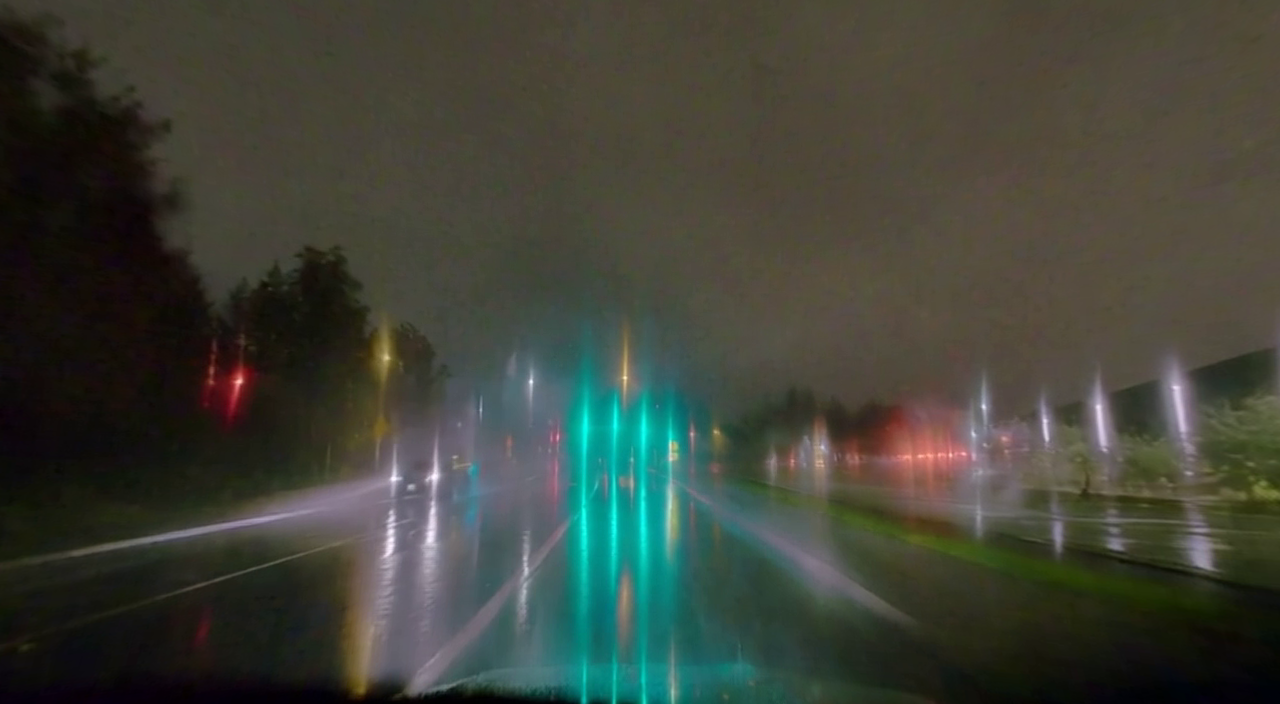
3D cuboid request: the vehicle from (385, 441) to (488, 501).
[{"bbox_3d":[-6.429,3.794,20.351,2.017,1.725,4.115,0,-9,-1],"label":"vehicle"}]
